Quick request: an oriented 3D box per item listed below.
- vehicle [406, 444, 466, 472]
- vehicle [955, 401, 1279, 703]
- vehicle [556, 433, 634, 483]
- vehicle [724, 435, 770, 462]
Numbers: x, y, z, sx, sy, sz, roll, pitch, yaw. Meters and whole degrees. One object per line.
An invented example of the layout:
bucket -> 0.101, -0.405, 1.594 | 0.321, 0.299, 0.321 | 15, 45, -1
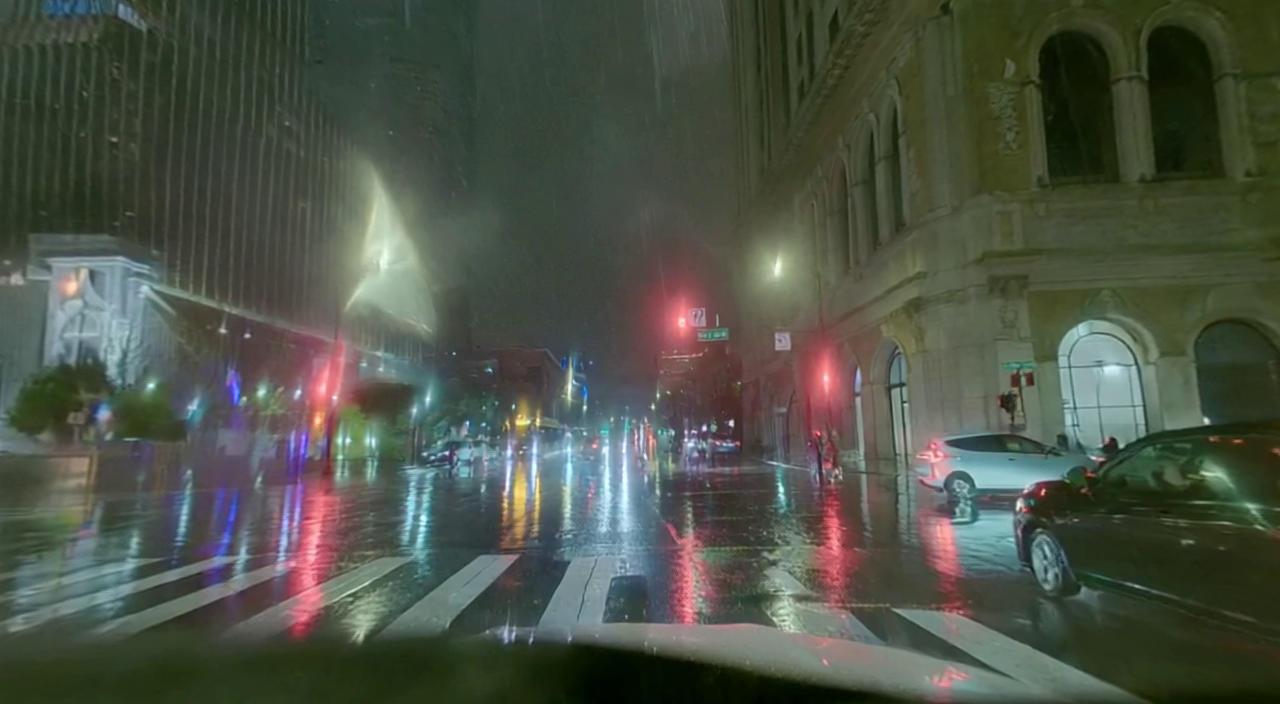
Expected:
vehicle -> -11.776, 6.120, 36.721 | 1.998, 1.505, 4.405 | 0, -8, 0
vehicle -> 3.830, 1.177, 4.033 | 2.006, 1.495, 4.271 | -1, -8, 10
vehicle -> -1.857, 3.870, 23.649 | 2.050, 1.465, 5.388 | -1, -6, -13
vehicle -> 6.405, 5.827, 38.164 | 1.926, 1.574, 3.961 | 0, -8, -2
